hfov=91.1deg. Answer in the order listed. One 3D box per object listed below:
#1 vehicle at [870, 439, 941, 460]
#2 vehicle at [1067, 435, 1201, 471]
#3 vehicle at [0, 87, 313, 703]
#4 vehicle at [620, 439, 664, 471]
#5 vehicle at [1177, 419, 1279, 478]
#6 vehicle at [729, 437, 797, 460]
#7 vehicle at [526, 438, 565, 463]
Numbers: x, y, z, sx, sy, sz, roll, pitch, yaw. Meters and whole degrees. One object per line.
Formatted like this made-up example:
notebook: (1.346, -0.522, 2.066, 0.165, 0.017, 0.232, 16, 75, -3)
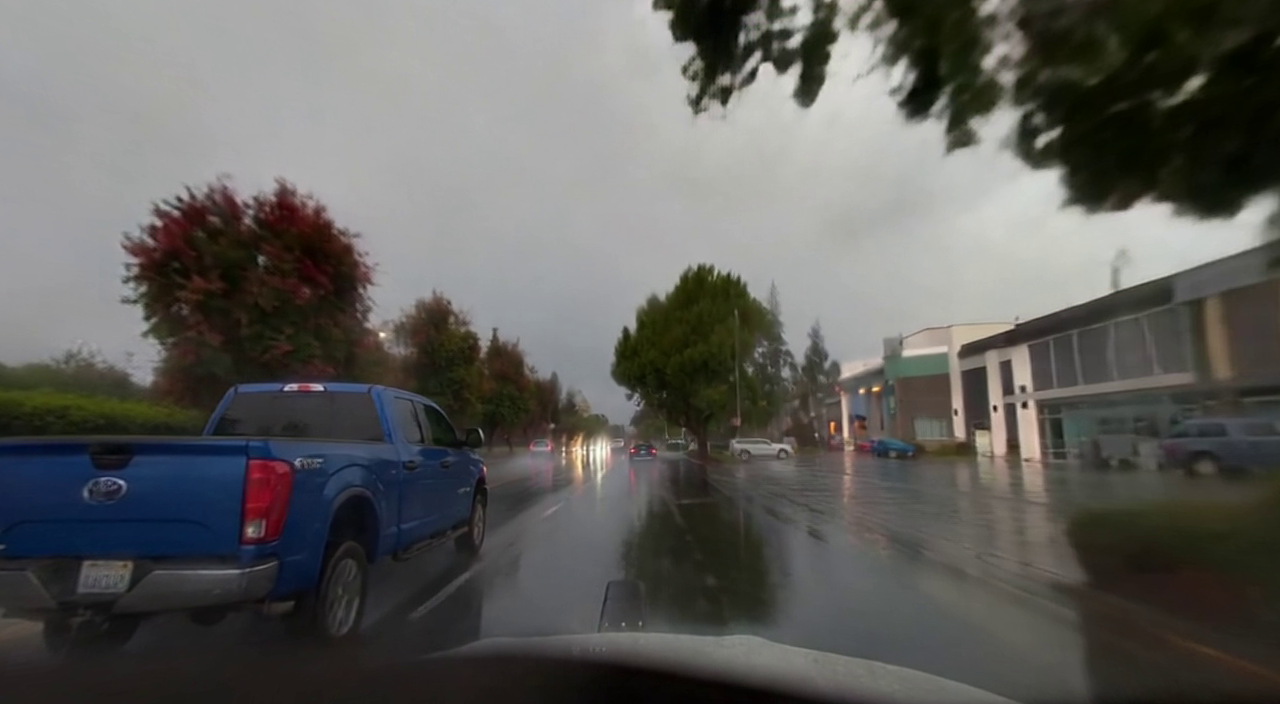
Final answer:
vehicle: (20.955, 7.682, 49.633, 4.836, 1.567, 2.051, -6, -10, 31)
vehicle: (22.124, 4.553, 28.371, 4.437, 1.485, 2.027, -5, -9, 31)
vehicle: (-3.471, 0.294, 1.183, 2.733, 2.495, 5.037, -1, -8, 3)
vehicle: (0.098, 5.503, 33.722, 2.191, 1.530, 4.470, -1, -8, 0)
vehicle: (20.372, 3.044, 19.958, 4.501, 1.780, 2.082, -5, -10, 29)
vehicle: (9.790, 7.657, 49.965, 5.109, 1.735, 1.997, 3, -9, -25)
vehicle: (-7.284, 7.629, 48.902, 2.146, 1.788, 5.153, -1, -8, 0)
